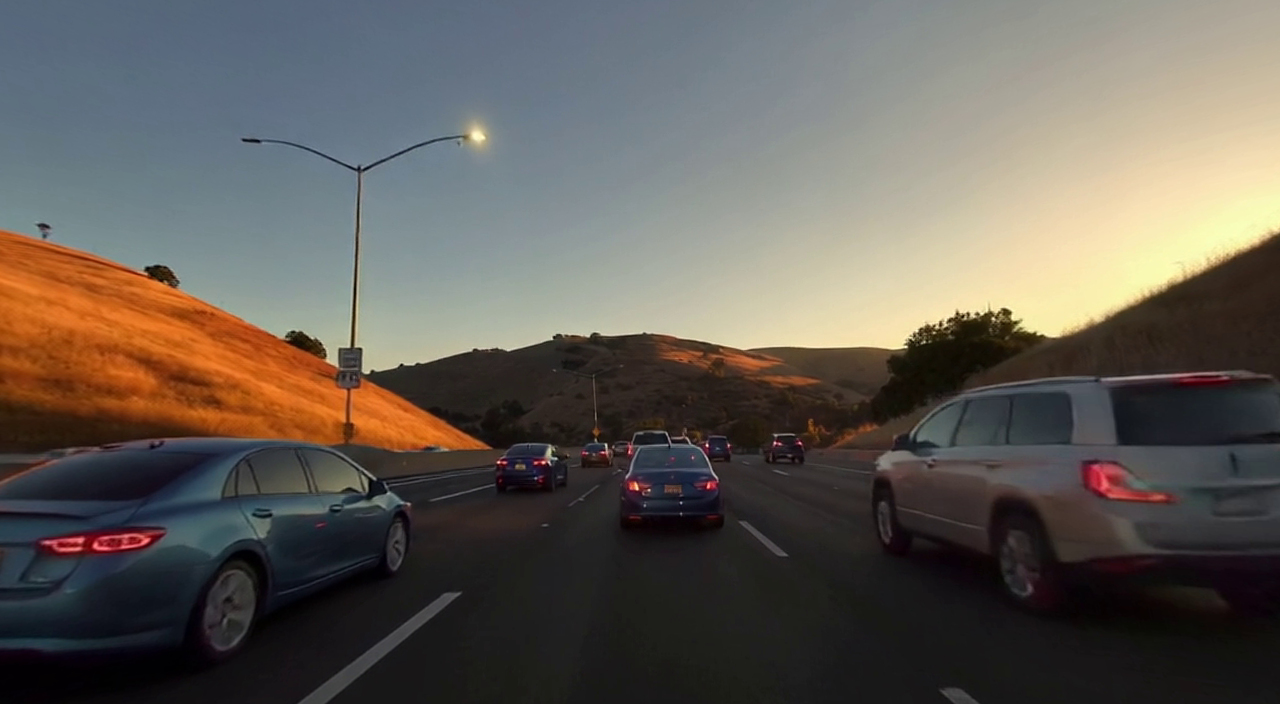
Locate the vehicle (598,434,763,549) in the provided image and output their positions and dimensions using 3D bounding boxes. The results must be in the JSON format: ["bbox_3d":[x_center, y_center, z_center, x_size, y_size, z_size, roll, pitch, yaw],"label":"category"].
[{"bbox_3d":[0.551,2.064,9.981,2.072,1.431,3.904,0,-9,1],"label":"vehicle"}]

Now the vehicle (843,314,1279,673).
[{"bbox_3d":[3.594,1.057,5.628,2.086,1.884,4.547,0,-9,1],"label":"vehicle"}]

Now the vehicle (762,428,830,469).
[{"bbox_3d":[7.612,4.777,31.347,2.210,1.831,4.843,0,-9,1],"label":"vehicle"}]

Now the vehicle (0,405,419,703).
[{"bbox_3d":[-3.455,1.292,4.629,2.033,1.513,4.333,0,-9,1],"label":"vehicle"}]

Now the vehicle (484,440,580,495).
[{"bbox_3d":[-3.126,3.440,19.214,2.017,1.446,4.384,-1,-9,2],"label":"vehicle"}]
